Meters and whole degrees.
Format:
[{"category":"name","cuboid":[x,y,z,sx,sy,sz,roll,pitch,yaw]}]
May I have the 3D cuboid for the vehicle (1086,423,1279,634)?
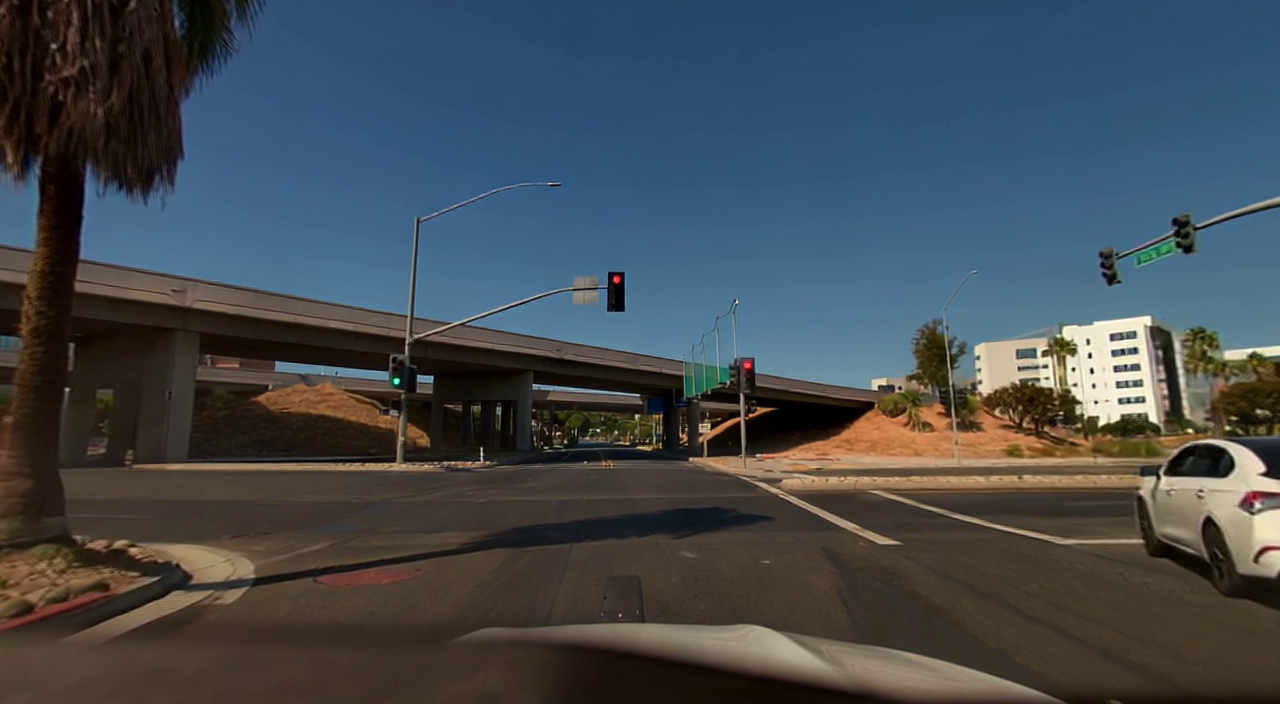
[{"category":"vehicle","cuboid":[6.158,1.519,6.352,1.959,1.485,4.628,-4,-9,26]}]
